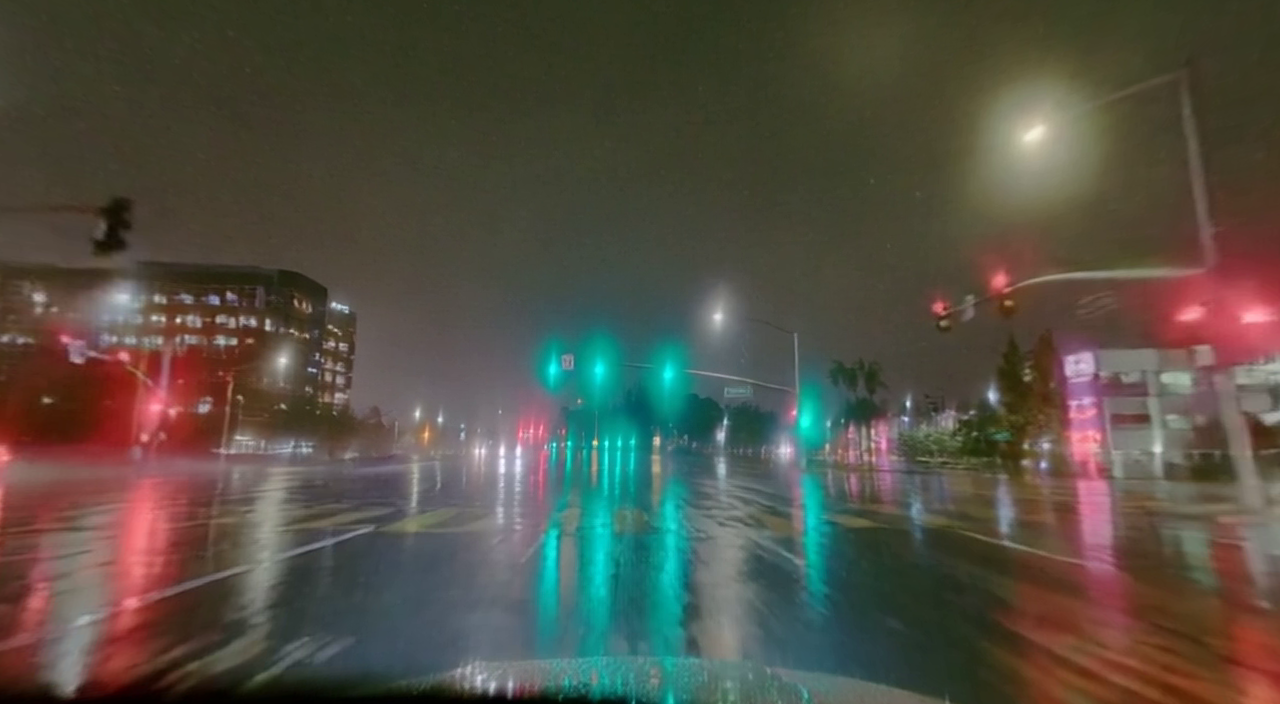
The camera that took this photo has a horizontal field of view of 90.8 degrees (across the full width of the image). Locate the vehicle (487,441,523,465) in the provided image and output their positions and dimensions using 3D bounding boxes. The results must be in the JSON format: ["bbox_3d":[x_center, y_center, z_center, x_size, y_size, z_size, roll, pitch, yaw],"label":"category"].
[{"bbox_3d":[-10.487,7.901,49.466,2.175,1.795,4.640,0,-8,-5],"label":"vehicle"}]
